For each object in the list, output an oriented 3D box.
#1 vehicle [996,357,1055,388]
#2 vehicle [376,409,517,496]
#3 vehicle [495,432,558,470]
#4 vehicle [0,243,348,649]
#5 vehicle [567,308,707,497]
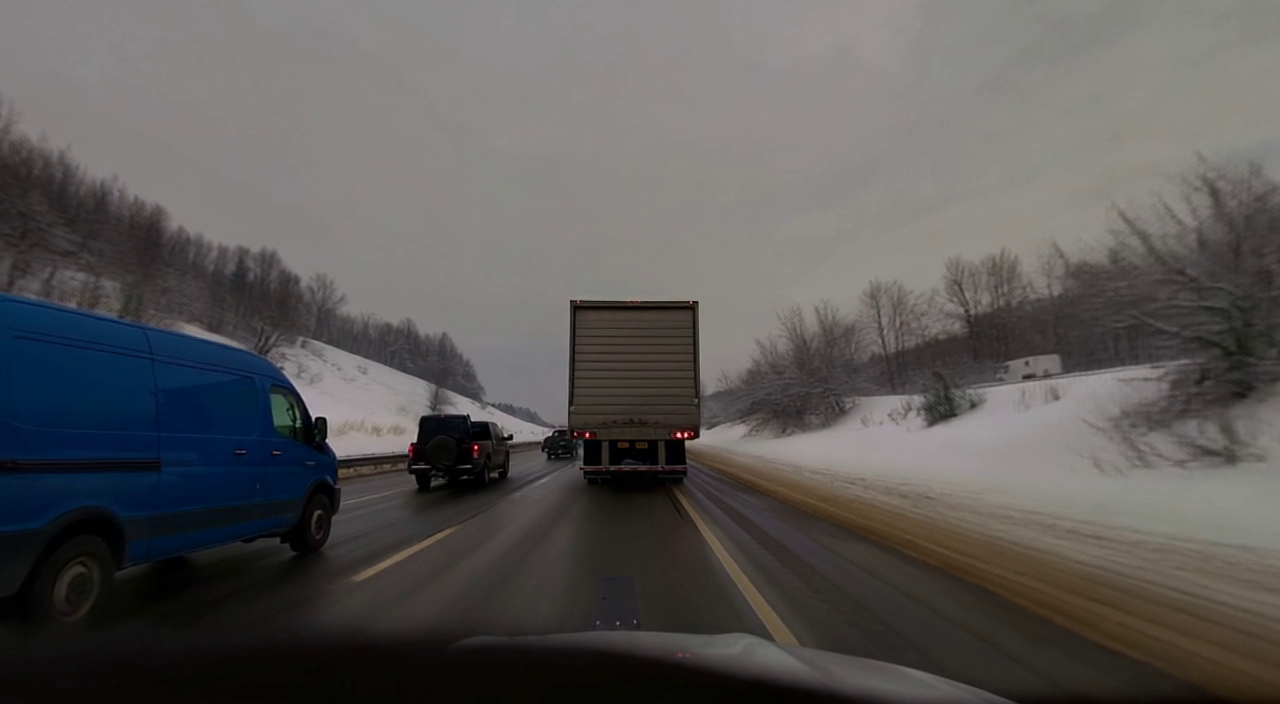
[{"bbox_3d":[28.784,1.591,47.103,2.034,1.625,4.809,8,-6,10],"label":"vehicle"},{"bbox_3d":[-4.907,2.624,16.865,2.168,1.985,4.952,0,-8,1],"label":"vehicle"},{"bbox_3d":[-4.868,4.295,27.554,1.931,1.539,4.441,0,-8,0],"label":"vehicle"},{"bbox_3d":[-5.240,0.836,5.756,2.478,2.515,5.438,0,-8,0],"label":"vehicle"},{"bbox_3d":[-0.054,1.716,18.456,2.953,4.041,10.072,0,-8,0],"label":"vehicle"}]
